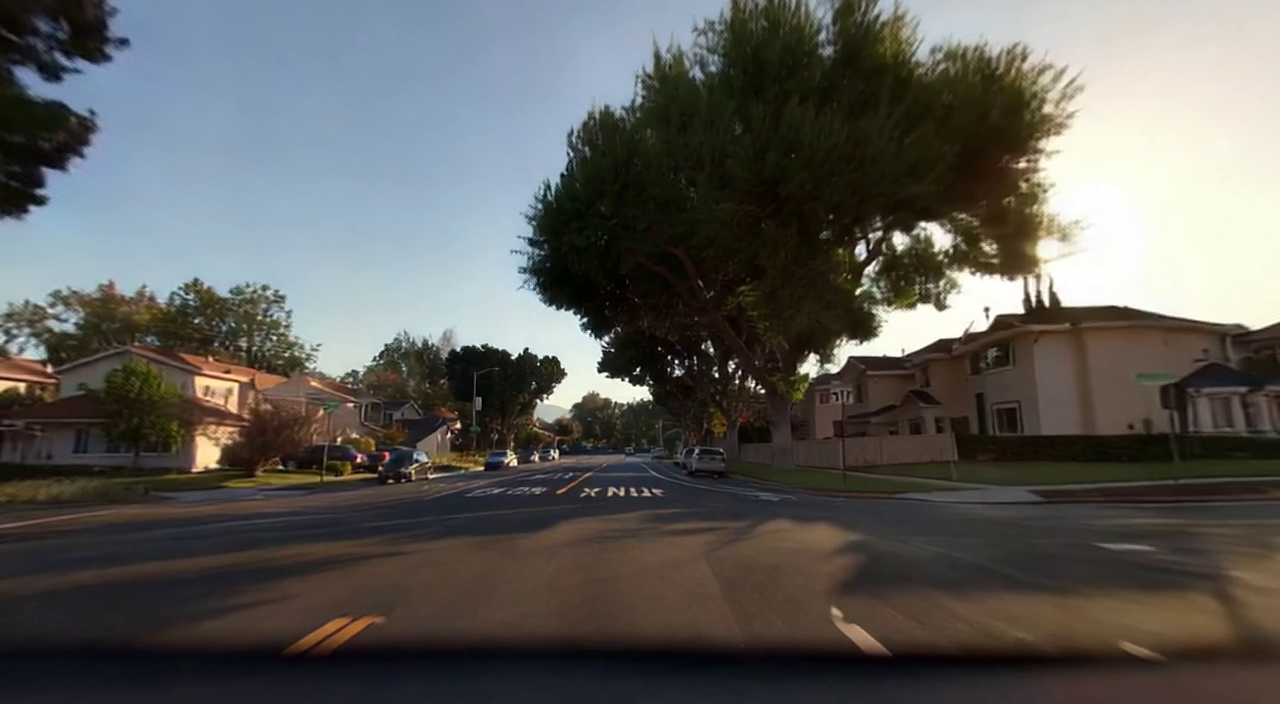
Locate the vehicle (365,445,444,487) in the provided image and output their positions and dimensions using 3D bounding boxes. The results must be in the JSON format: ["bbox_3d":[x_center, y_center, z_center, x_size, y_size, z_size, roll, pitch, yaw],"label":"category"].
[{"bbox_3d":[-12.184,5.917,33.176,2.199,1.988,5.454,0,-9,-2],"label":"vehicle"}]

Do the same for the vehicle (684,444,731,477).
[{"bbox_3d":[3.789,6.192,36.309,2.027,1.751,4.433,0,-9,-2],"label":"vehicle"}]

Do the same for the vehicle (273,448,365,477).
[{"bbox_3d":[-19.453,6.690,38.416,4.450,1.677,2.027,0,-9,-3],"label":"vehicle"}]
